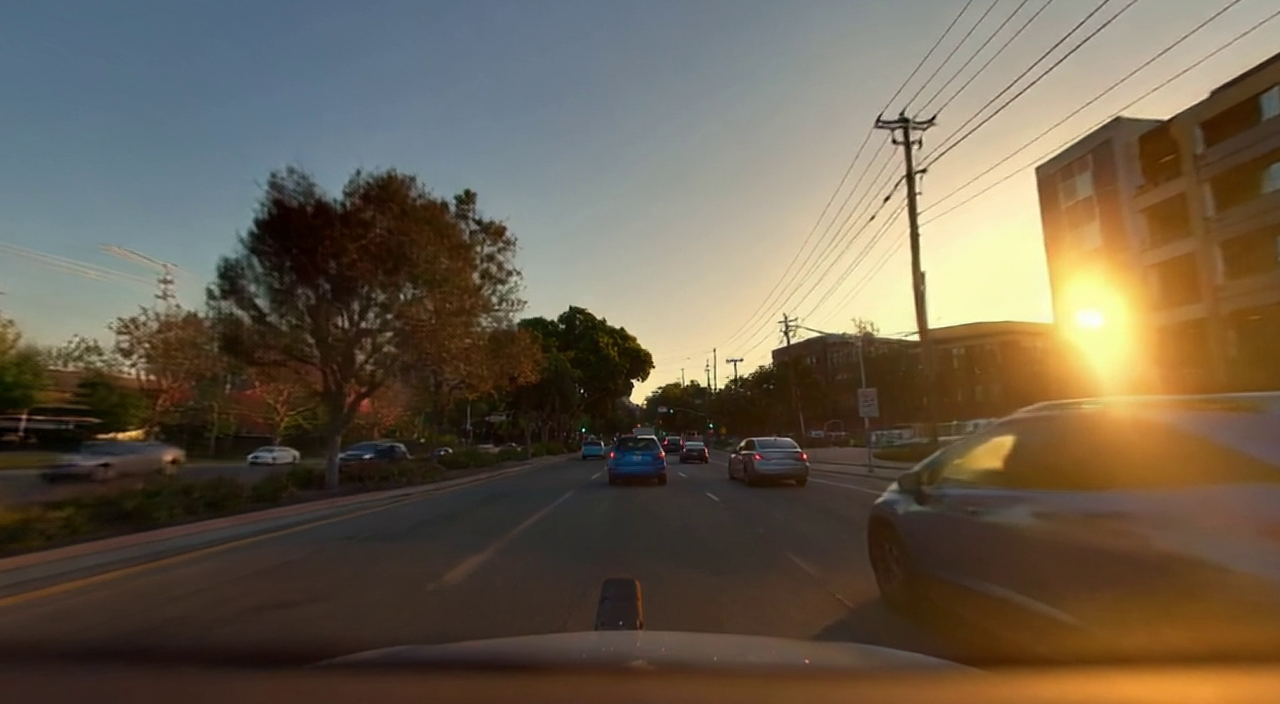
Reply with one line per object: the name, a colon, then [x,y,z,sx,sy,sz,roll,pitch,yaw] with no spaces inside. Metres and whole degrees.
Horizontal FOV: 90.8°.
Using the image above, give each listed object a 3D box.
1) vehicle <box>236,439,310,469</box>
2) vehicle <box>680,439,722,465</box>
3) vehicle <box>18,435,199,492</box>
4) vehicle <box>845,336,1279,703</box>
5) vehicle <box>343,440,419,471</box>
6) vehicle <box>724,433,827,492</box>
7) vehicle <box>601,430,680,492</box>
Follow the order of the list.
vehicle: [-22.361,6.233,38.715,1.923,1.672,4.303,0,-9,1]
vehicle: [3.658,6.116,38.777,2.054,1.461,4.321,0,-9,-1]
vehicle: [-17.037,3.596,20.662,1.905,1.634,4.617,0,-9,0]
vehicle: [3.111,1.041,3.722,2.123,1.657,4.719,0,-9,-1]
vehicle: [-13.928,5.594,34.316,1.951,1.538,4.940,0,-9,1]
vehicle: [3.871,3.267,18.965,2.086,1.534,4.351,0,-9,-1]
vehicle: [-0.007,3.191,18.713,2.073,1.606,3.933,0,-9,-1]
